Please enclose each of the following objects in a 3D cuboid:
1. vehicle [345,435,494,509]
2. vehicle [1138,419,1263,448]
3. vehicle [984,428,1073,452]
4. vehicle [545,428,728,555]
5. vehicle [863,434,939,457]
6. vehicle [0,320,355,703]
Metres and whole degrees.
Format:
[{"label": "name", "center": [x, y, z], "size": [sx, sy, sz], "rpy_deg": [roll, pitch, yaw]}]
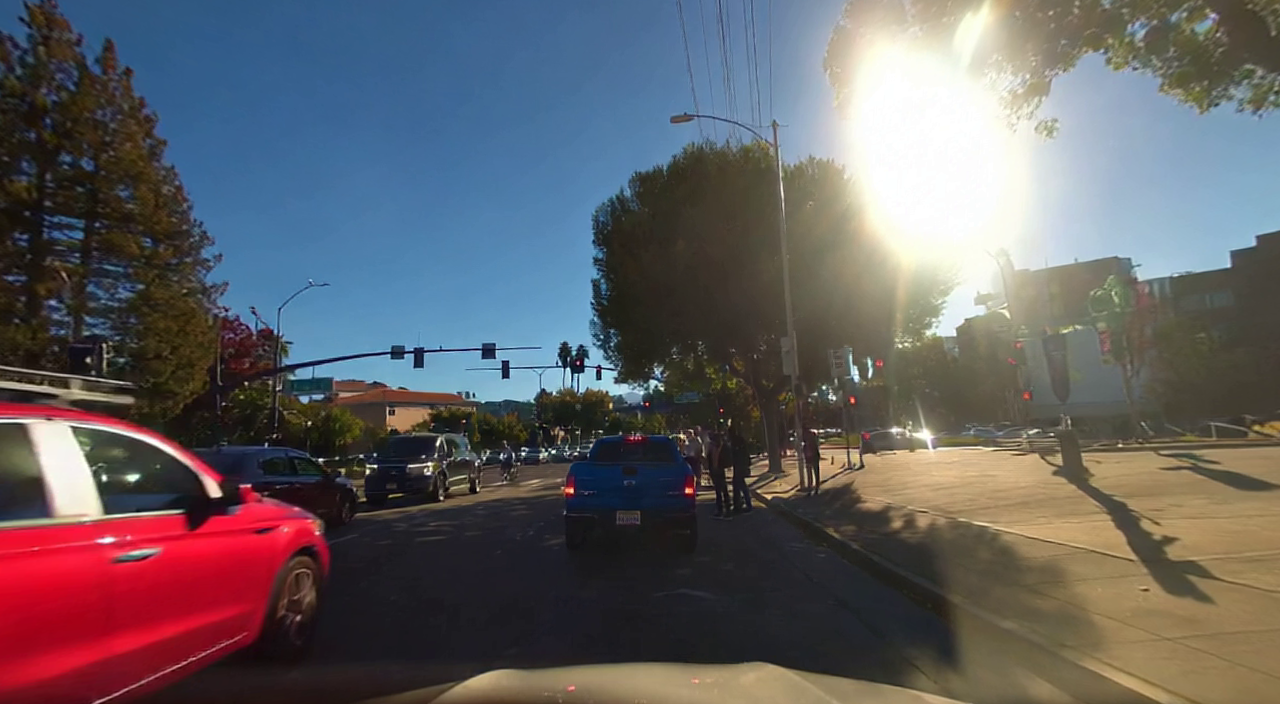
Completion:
[{"label": "vehicle", "center": [-6.132, 3.406, 18.347], "size": [2.230, 1.811, 5.183], "rpy_deg": [-1, -9, 3]}, {"label": "vehicle", "center": [30.719, 4.546, 34.625], "size": [4.739, 1.472, 1.804], "rpy_deg": [-5, -10, 29]}, {"label": "vehicle", "center": [23.851, 5.454, 38.706], "size": [4.454, 1.440, 1.816], "rpy_deg": [-5, -10, 30]}, {"label": "vehicle", "center": [-0.031, 1.992, 9.632], "size": [2.182, 1.501, 4.150], "rpy_deg": [0, -9, 0]}, {"label": "vehicle", "center": [17.509, 6.262, 42.120], "size": [4.441, 1.452, 1.798], "rpy_deg": [-5, -10, 30]}, {"label": "vehicle", "center": [-3.555, 0.843, 2.679], "size": [2.223, 1.826, 4.990], "rpy_deg": [0, -9, 1]}]
